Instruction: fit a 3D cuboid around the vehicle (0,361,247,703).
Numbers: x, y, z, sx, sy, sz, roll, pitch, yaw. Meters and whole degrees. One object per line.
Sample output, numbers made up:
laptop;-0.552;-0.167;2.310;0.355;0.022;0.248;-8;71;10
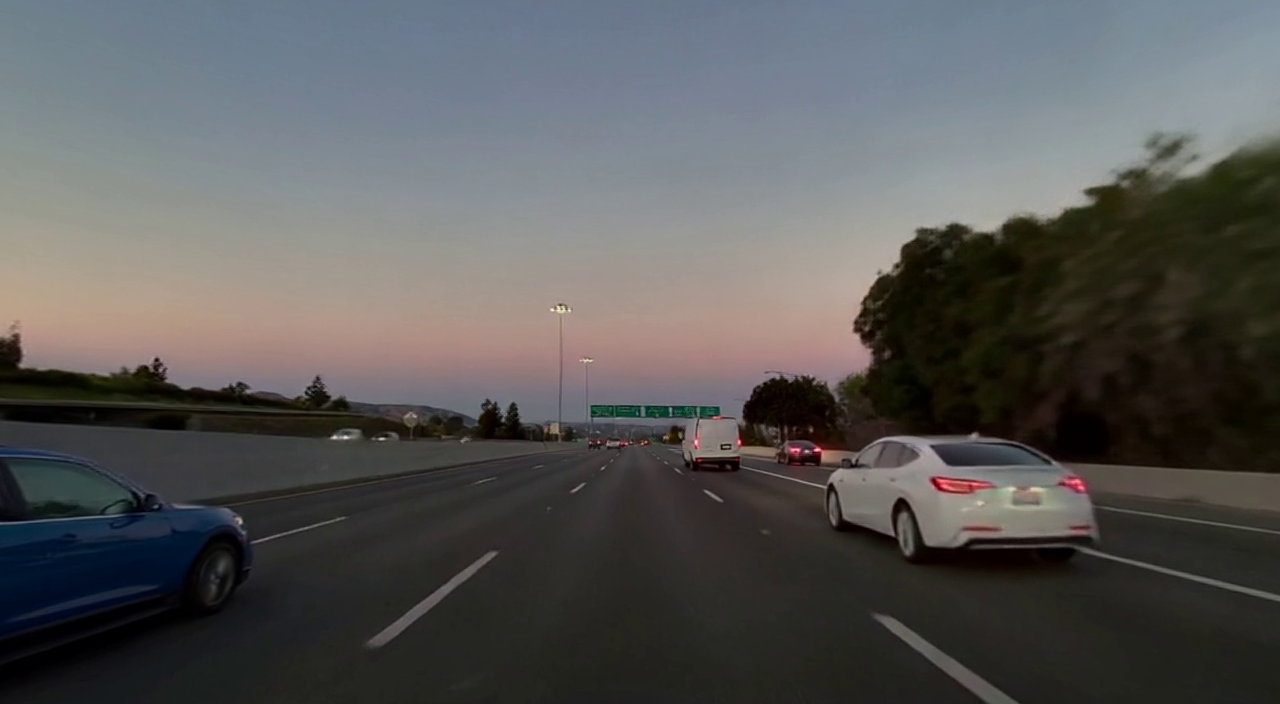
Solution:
vehicle;-3.899;0.817;2.473;2.000;1.646;4.201;0;-8;0

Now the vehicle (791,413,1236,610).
vehicle;3.525;1.611;7.503;2.108;1.509;5.059;0;-8;-1

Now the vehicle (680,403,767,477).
vehicle;3.272;3.742;26.688;2.629;2.718;6.740;0;-8;-1
